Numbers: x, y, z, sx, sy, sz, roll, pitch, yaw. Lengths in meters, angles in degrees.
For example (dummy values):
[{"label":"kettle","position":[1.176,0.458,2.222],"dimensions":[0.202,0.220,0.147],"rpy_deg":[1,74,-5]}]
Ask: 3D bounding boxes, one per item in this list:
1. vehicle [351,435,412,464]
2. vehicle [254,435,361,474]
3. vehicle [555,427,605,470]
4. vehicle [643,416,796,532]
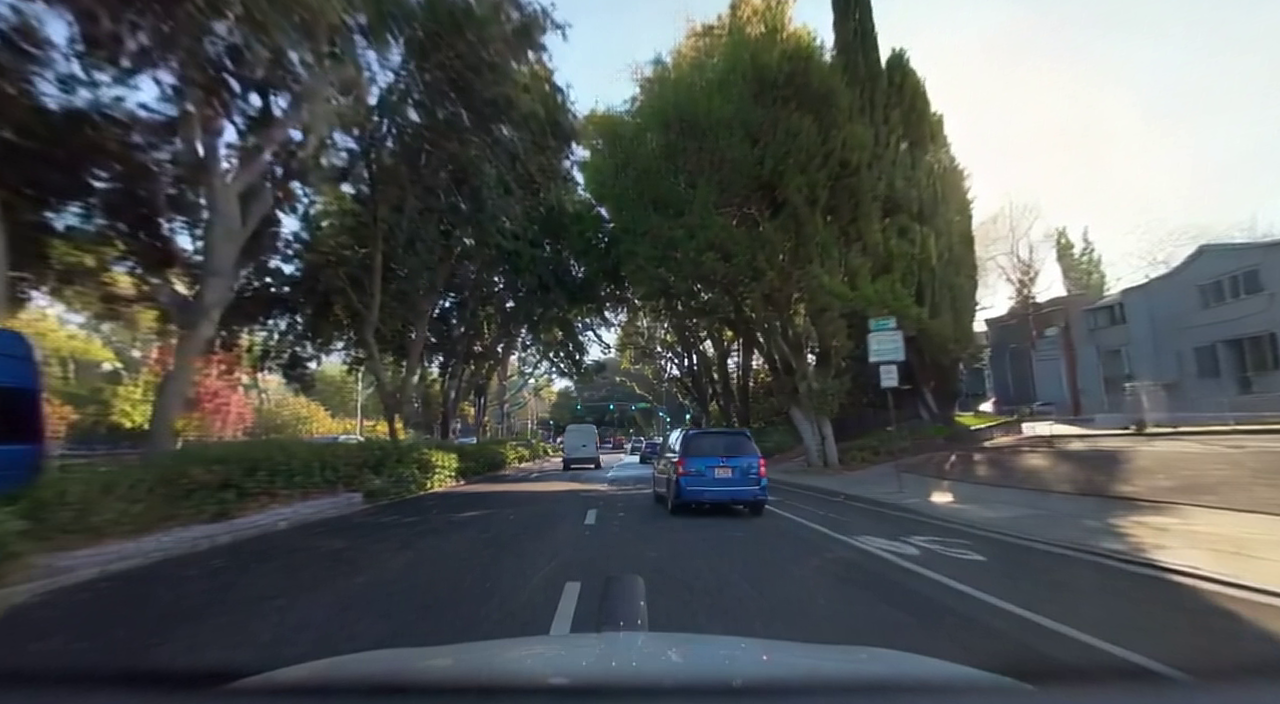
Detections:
[{"label":"vehicle","position":[-15.741,5.995,38.805],"dimensions":[2.184,1.659,4.571],"rpy_deg":[1,-8,-5]},{"label":"vehicle","position":[-13.167,4.077,25.415],"dimensions":[1.841,1.407,4.736],"rpy_deg":[0,-8,-1]},{"label":"vehicle","position":[-3.010,4.983,32.668],"dimensions":[2.228,2.054,4.309],"rpy_deg":[0,-8,-2]},{"label":"vehicle","position":[1.176,2.087,11.344],"dimensions":[1.965,1.671,4.146],"rpy_deg":[1,-8,-3]}]
